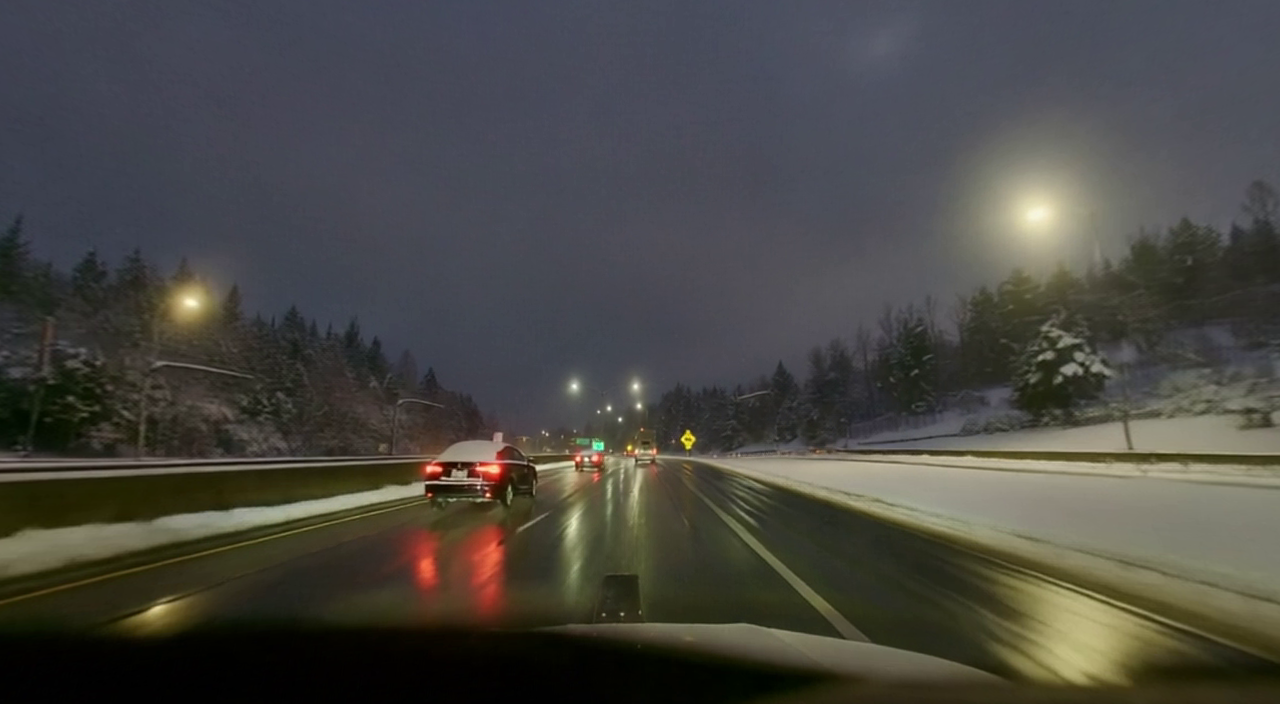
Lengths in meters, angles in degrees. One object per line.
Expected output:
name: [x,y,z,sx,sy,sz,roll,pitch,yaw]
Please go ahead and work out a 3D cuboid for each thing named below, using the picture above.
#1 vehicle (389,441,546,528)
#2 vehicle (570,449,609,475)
vehicle: [-3.394,2.702,13.492,2.012,1.510,4.672,0,-9,0]
vehicle: [-3.005,6.664,38.281,1.965,1.459,4.145,0,-9,0]
